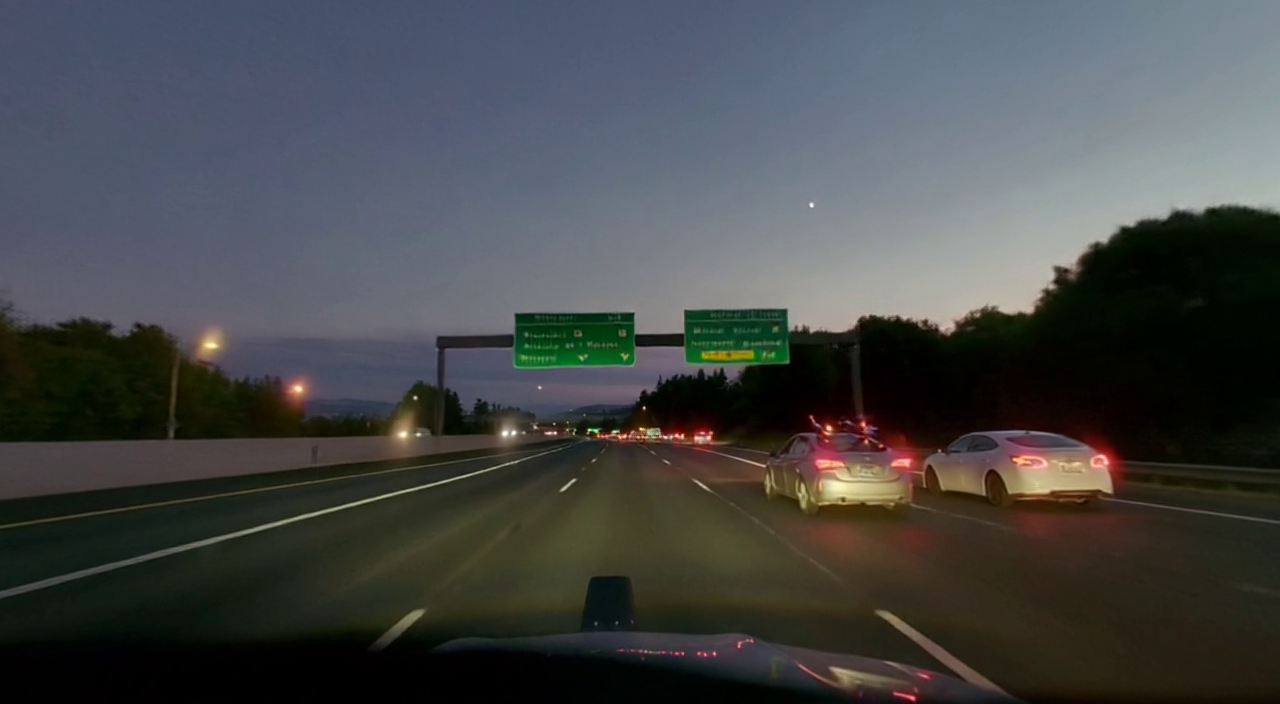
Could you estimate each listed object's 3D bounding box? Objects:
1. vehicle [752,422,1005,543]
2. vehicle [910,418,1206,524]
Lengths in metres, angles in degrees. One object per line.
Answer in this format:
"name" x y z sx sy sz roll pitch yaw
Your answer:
"vehicle" 3.310 1.885 9.972 2.094 1.441 4.568 0 -8 -2
"vehicle" 7.046 2.023 11.482 2.034 1.511 4.785 0 -8 -2
